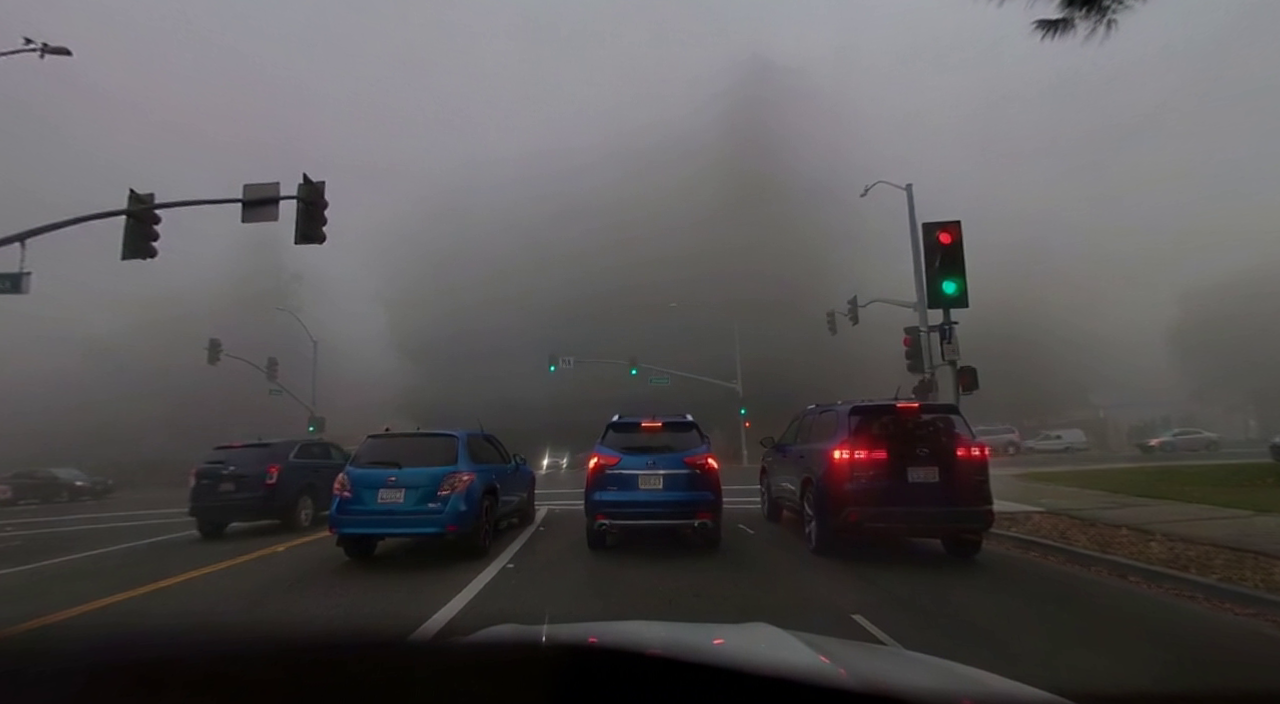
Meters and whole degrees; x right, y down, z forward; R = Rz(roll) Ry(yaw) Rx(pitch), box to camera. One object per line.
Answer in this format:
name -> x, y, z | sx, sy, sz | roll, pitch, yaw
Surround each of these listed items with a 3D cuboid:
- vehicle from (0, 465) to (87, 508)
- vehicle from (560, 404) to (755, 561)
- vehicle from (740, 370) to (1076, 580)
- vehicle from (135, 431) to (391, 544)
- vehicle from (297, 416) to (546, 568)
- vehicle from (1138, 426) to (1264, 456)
vehicle -> -23.983, 5.063, 23.719 | 4.383, 1.456, 1.999 | -1, -8, -1
vehicle -> 0.170, 1.804, 9.393 | 2.235, 1.778, 4.178 | 0, -8, -1
vehicle -> 3.098, 1.628, 9.142 | 2.338, 2.063, 5.672 | 0, -8, 0
vehicle -> -6.629, 2.397, 11.908 | 2.193, 1.687, 4.507 | 0, -8, -3
vehicle -> -2.769, 1.892, 9.326 | 2.058, 1.659, 4.514 | 0, -8, 0
vehicle -> 28.166, 4.500, 31.736 | 4.512, 1.444, 1.859 | 0, -8, 0
